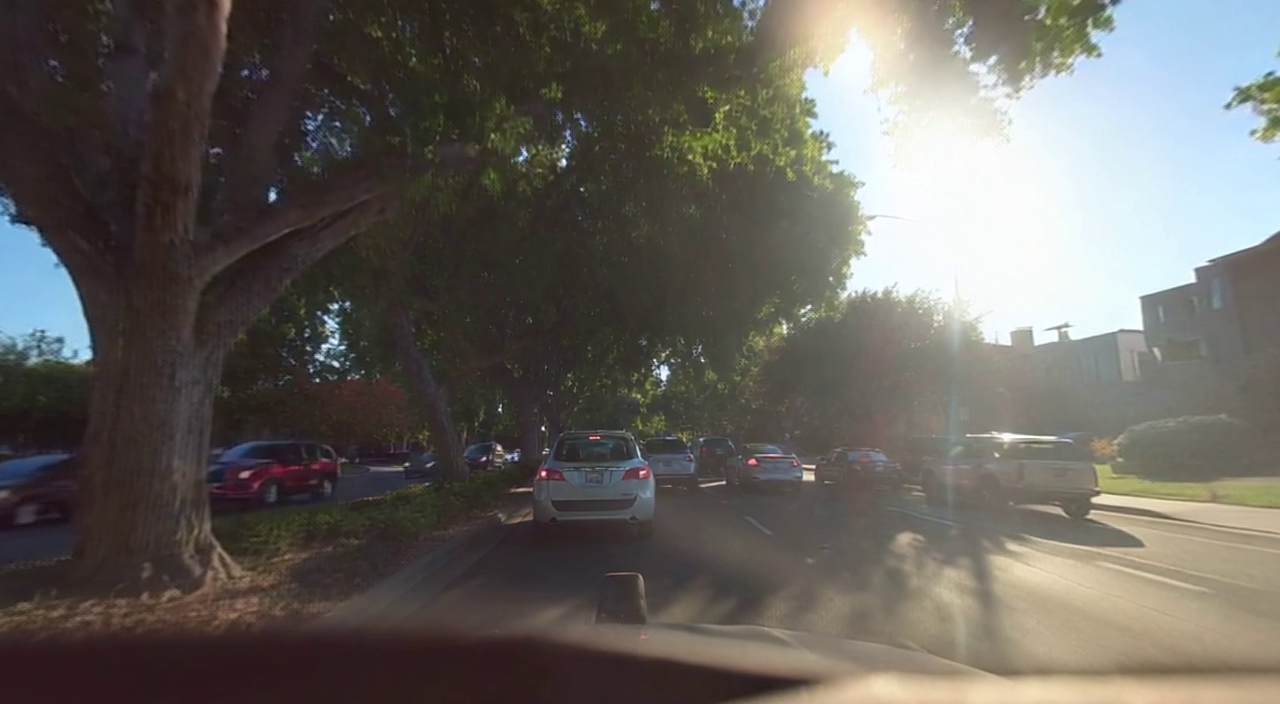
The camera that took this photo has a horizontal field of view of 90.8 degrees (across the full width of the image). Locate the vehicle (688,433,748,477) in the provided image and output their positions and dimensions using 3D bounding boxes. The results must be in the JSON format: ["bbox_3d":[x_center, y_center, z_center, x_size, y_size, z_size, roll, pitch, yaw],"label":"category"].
[{"bbox_3d":[3.488,4.695,29.103,2.114,1.846,4.659,0,-8,-1],"label":"vehicle"}]

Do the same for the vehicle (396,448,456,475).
[{"bbox_3d":[-11.912,6.110,35.475,1.866,1.404,4.507,0,-8,-1],"label":"vehicle"}]

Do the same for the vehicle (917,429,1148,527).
[{"bbox_3d":[7.844,2.529,13.287,2.168,1.709,4.289,0,-8,2],"label":"vehicle"}]

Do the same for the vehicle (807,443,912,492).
[{"bbox_3d":[7.229,3.830,21.362,1.977,1.485,4.308,0,-8,0],"label":"vehicle"}]

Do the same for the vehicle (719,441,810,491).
[{"bbox_3d":[3.981,3.723,21.048,2.175,1.477,4.520,0,-8,1],"label":"vehicle"}]

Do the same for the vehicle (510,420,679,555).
[{"bbox_3d":[-0.694,1.968,9.837,2.106,1.655,3.717,1,-8,-4],"label":"vehicle"}]

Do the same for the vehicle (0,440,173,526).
[{"bbox_3d":[-13.769,2.949,14.815,1.947,1.703,4.525,-1,-8,3],"label":"vehicle"}]

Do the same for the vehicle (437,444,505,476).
[{"bbox_3d":[-8.254,5.313,31.337,2.039,1.466,4.553,0,-8,1],"label":"vehicle"}]

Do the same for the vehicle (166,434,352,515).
[{"bbox_3d":[-8.901,2.857,15.252,1.920,1.663,4.036,0,-8,0],"label":"vehicle"}]
